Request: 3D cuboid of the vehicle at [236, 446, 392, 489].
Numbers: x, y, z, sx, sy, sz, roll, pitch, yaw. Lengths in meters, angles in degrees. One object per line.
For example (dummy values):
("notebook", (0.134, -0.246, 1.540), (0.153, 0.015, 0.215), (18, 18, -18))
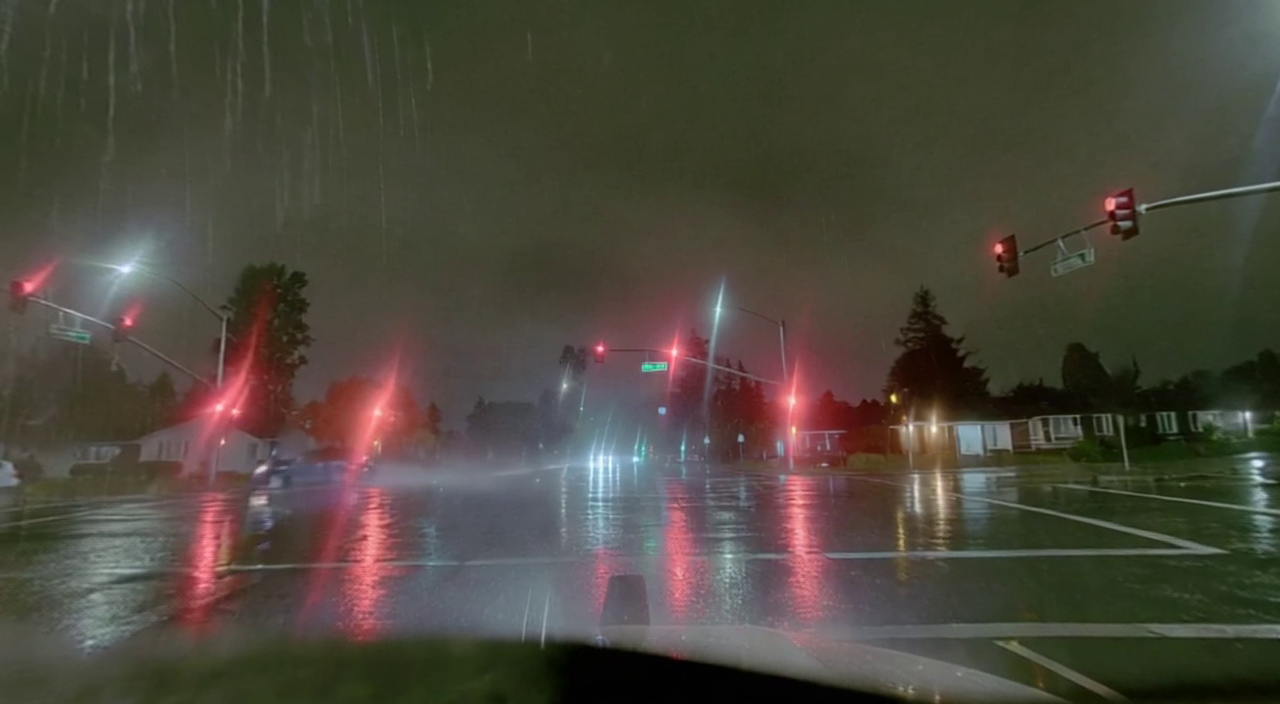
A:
("vehicle", (-11.608, 4.131, 22.654), (4.562, 1.460, 1.822), (0, -8, 0))
